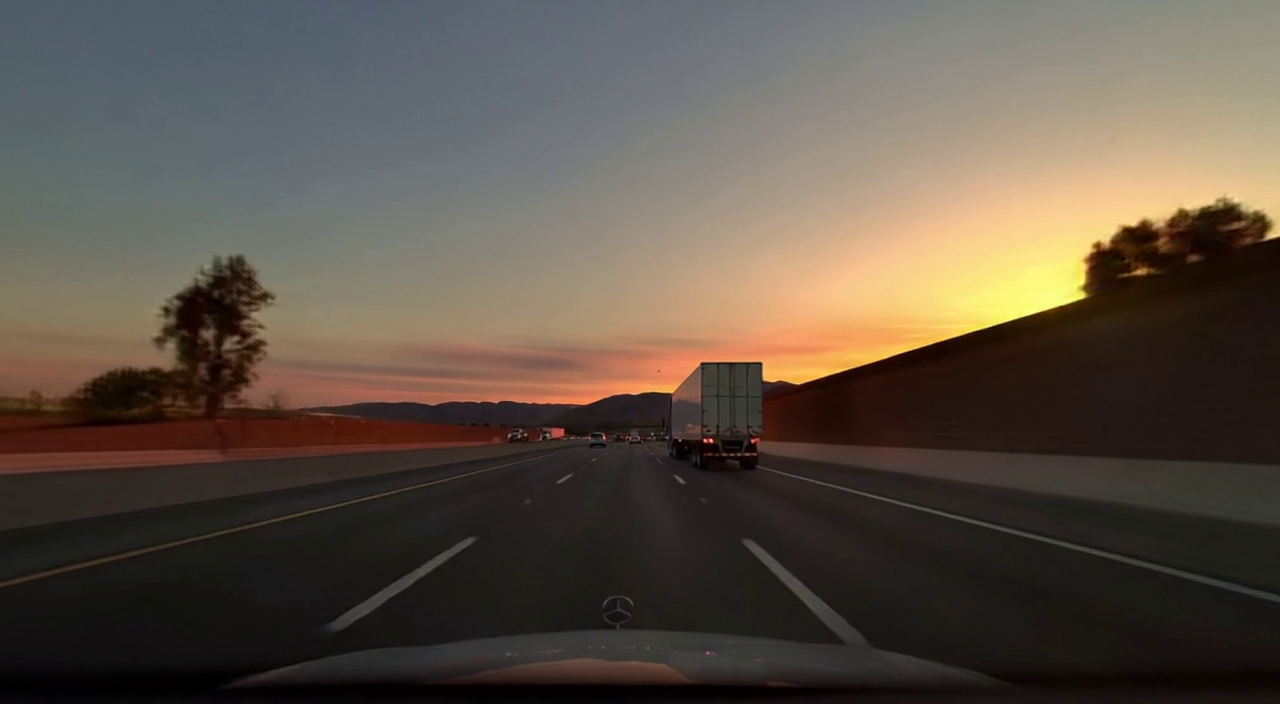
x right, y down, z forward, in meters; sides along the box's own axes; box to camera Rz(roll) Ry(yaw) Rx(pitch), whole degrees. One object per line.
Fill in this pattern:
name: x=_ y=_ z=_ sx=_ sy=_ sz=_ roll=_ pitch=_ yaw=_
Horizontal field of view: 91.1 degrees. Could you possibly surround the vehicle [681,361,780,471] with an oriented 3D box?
vehicle: x=3.558 y=2.867 z=27.089 sx=2.859 sy=3.981 sz=8.596 roll=0 pitch=-8 yaw=-1
